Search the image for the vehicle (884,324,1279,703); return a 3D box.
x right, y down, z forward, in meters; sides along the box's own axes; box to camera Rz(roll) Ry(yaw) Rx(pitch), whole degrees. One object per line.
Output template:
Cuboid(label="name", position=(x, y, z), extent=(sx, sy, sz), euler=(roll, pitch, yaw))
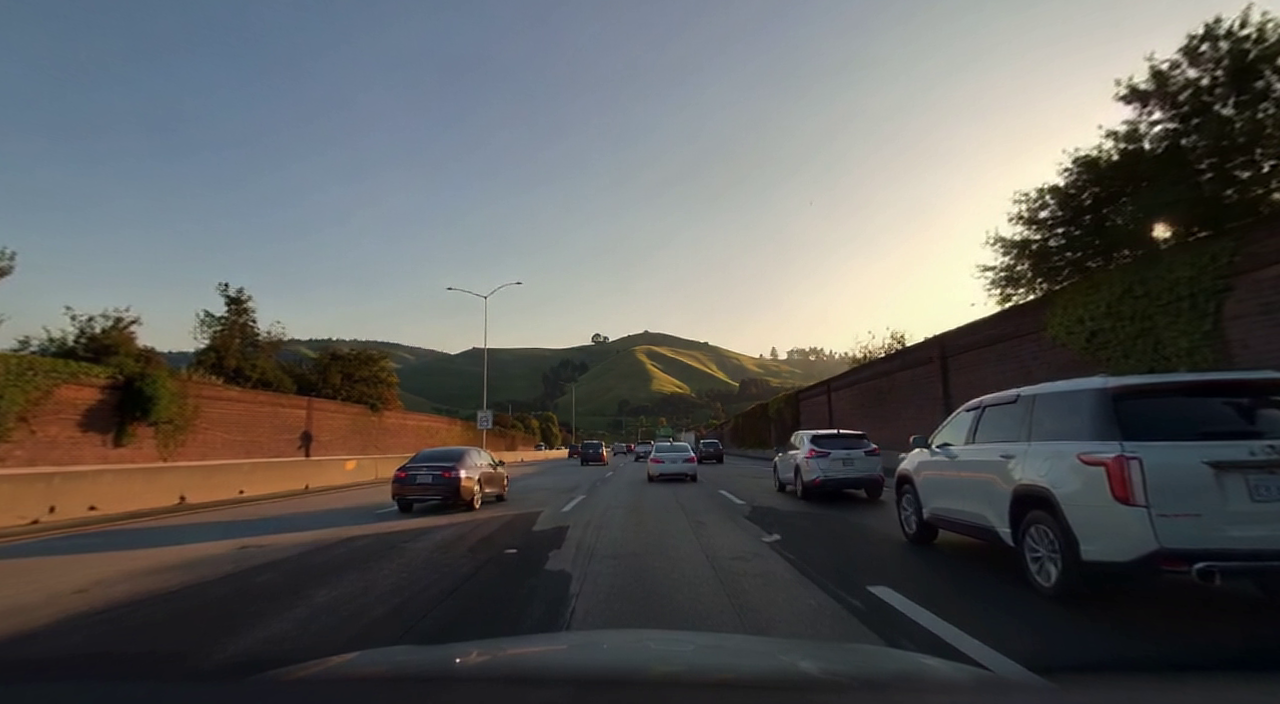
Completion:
Cuboid(label="vehicle", position=(3.767, 1.083, 4.960), extent=(1.930, 1.831, 4.344), euler=(0, -8, 0))

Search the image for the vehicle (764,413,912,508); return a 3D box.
Cuboid(label="vehicle", position=(4.375, 2.481, 14.829), extent=(1.970, 1.872, 4.575), euler=(0, -8, 0))

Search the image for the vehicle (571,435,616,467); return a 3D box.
Cuboid(label="vehicle", position=(-2.680, 5.845, 37.422), extent=(2.154, 1.793, 4.736), euler=(0, -8, 2))

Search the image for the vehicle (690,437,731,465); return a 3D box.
Cuboid(label="vehicle", position=(3.950, 5.614, 36.011), extent=(1.855, 1.513, 3.915), euler=(0, -8, -1))

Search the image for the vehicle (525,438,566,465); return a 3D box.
Cuboid(label="vehicle", position=(-6.550, 6.959, 44.328), extent=(2.055, 1.751, 4.825), euler=(0, -8, 1))

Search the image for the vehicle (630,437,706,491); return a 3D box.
Cuboid(label="vehicle", position=(0.736, 3.376, 19.429), extent=(2.105, 1.471, 3.978), euler=(0, -8, -1))

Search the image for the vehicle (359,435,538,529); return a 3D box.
Cuboid(label="vehicle", position=(-3.367, 2.364, 12.124), extent=(1.961, 1.456, 4.362), euler=(0, -8, 2))
